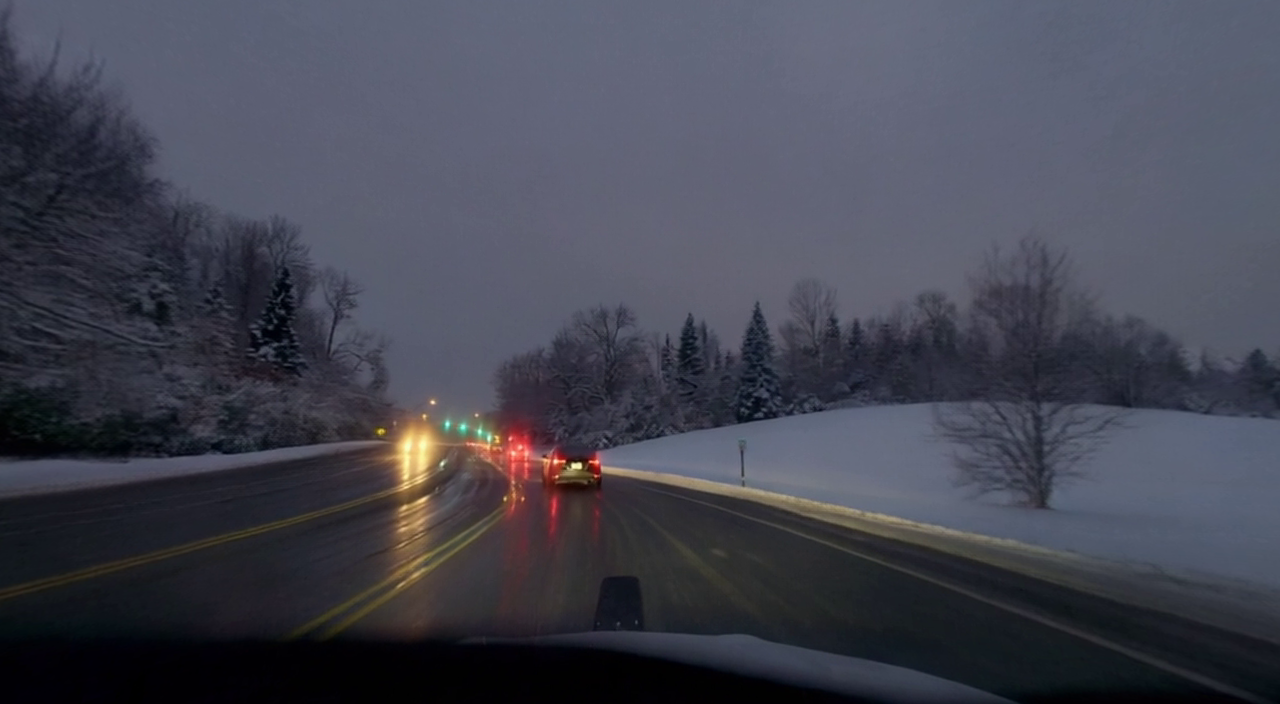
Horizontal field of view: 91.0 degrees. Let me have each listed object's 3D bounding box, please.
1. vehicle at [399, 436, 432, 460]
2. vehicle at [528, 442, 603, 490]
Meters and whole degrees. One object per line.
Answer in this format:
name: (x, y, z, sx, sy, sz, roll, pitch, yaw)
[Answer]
vehicle: (-16.490, 7.066, 46.364, 1.894, 1.621, 3.900, 2, -9, -14)
vehicle: (-2.735, 3.979, 22.350, 2.296, 1.510, 4.068, 2, -9, -11)
